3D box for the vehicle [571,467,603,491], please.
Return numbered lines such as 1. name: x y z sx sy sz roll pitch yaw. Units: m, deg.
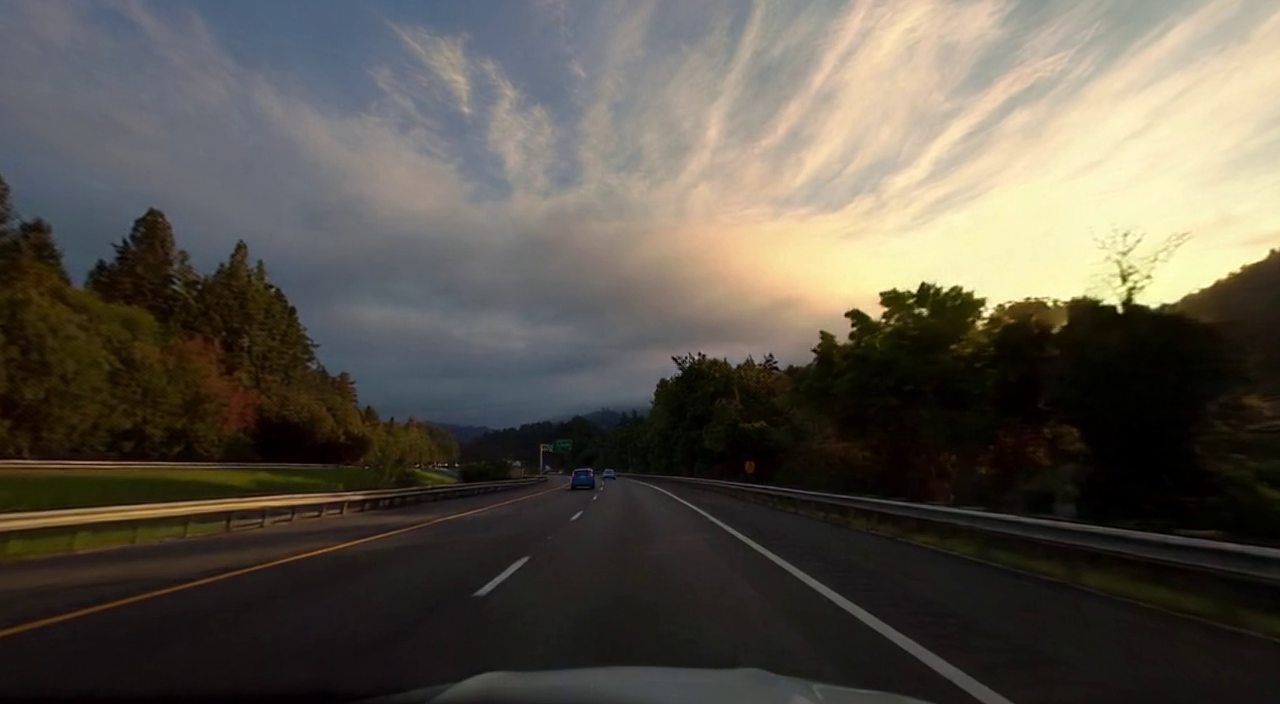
1. vehicle: -3.783 9.140 45.470 1.967 1.556 4.364 1 -10 -1
